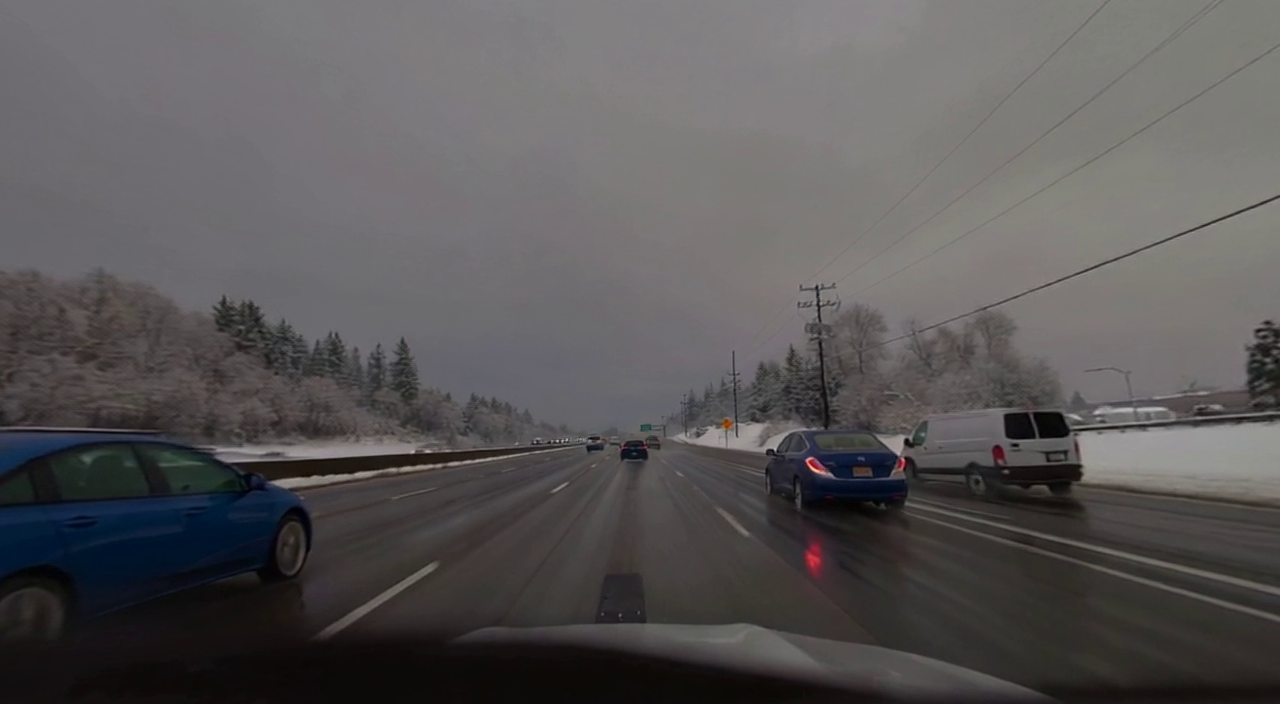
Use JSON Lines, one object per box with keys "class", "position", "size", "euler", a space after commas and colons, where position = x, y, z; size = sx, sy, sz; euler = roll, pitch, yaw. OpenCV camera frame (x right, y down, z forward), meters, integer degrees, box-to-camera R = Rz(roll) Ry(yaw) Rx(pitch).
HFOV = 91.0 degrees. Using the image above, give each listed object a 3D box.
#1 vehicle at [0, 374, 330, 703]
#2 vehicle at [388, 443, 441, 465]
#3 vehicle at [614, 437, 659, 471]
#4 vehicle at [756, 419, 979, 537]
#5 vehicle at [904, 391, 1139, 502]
{"class": "vehicle", "position": [-3.922, 0.987, 3.346], "size": [2.251, 1.575, 4.488], "euler": [0, -8, 0]}
{"class": "vehicle", "position": [-16.008, 7.239, 44.938], "size": [1.997, 1.490, 4.490], "euler": [-1, -8, 1]}
{"class": "vehicle", "position": [-0.205, 4.879, 30.353], "size": [2.019, 1.472, 3.971], "euler": [0, -8, -1]}
{"class": "vehicle", "position": [3.443, 1.994, 10.644], "size": [1.995, 1.533, 4.463], "euler": [0, -8, -2]}
{"class": "vehicle", "position": [9.114, 2.358, 15.889], "size": [2.349, 2.280, 5.423], "euler": [0, -8, -2]}
